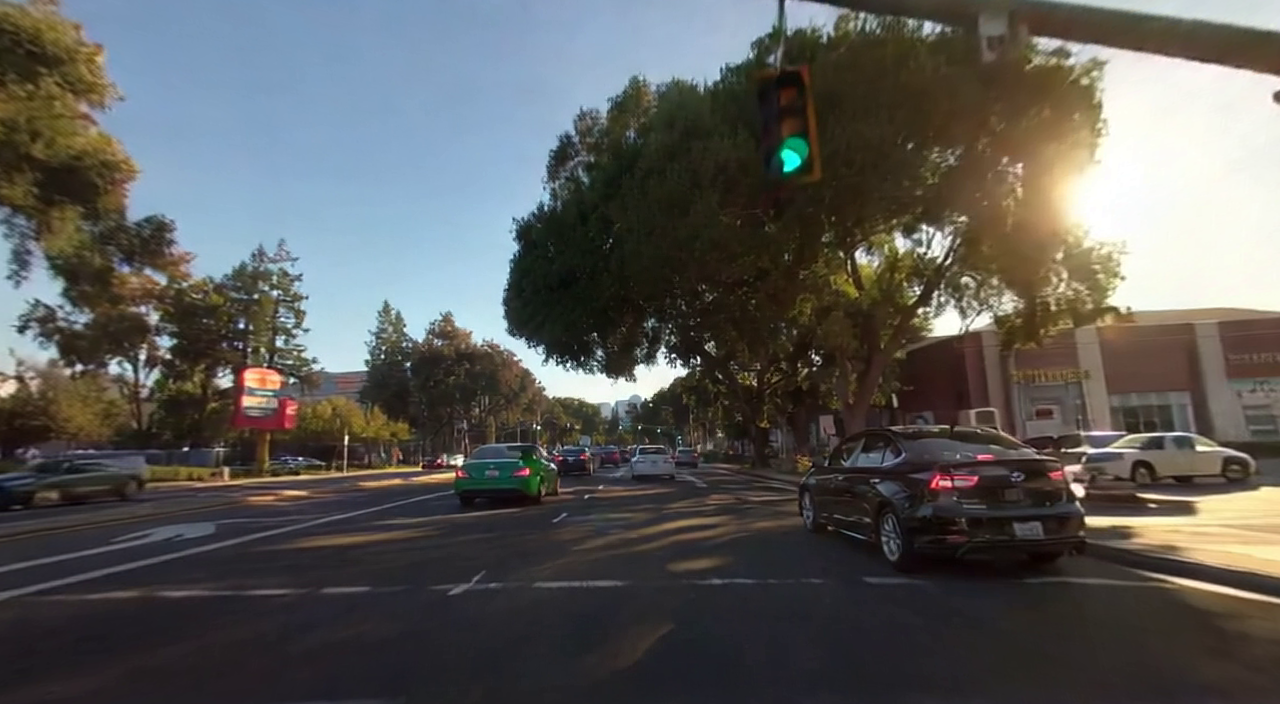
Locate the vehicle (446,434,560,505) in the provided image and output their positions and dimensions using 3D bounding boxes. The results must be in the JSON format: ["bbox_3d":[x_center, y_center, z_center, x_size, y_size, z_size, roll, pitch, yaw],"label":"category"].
[{"bbox_3d":[-3.613,3.204,17.710,2.023,1.687,4.874,0,-9,1],"label":"vehicle"}]

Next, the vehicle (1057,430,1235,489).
[{"bbox_3d":[16.732,3.571,21.290,2.110,1.744,4.928,-1,-8,3],"label":"vehicle"}]

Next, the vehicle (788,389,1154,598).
[{"bbox_3d":[3.436,1.570,7.845,1.992,1.805,4.549,0,-9,-1],"label":"vehicle"}]

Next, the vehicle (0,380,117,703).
[{"bbox_3d":[-3.495,0.606,0.570,2.095,1.517,4.512,0,-9,1],"label":"vehicle"}]

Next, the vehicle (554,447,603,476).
[{"bbox_3d":[-3.183,5.790,33.603,1.995,1.436,4.500,0,-8,2],"label":"vehicle"}]

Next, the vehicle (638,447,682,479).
[{"bbox_3d":[0.897,5.340,30.694,1.994,1.433,3.894,0,-8,-1],"label":"vehicle"}]
